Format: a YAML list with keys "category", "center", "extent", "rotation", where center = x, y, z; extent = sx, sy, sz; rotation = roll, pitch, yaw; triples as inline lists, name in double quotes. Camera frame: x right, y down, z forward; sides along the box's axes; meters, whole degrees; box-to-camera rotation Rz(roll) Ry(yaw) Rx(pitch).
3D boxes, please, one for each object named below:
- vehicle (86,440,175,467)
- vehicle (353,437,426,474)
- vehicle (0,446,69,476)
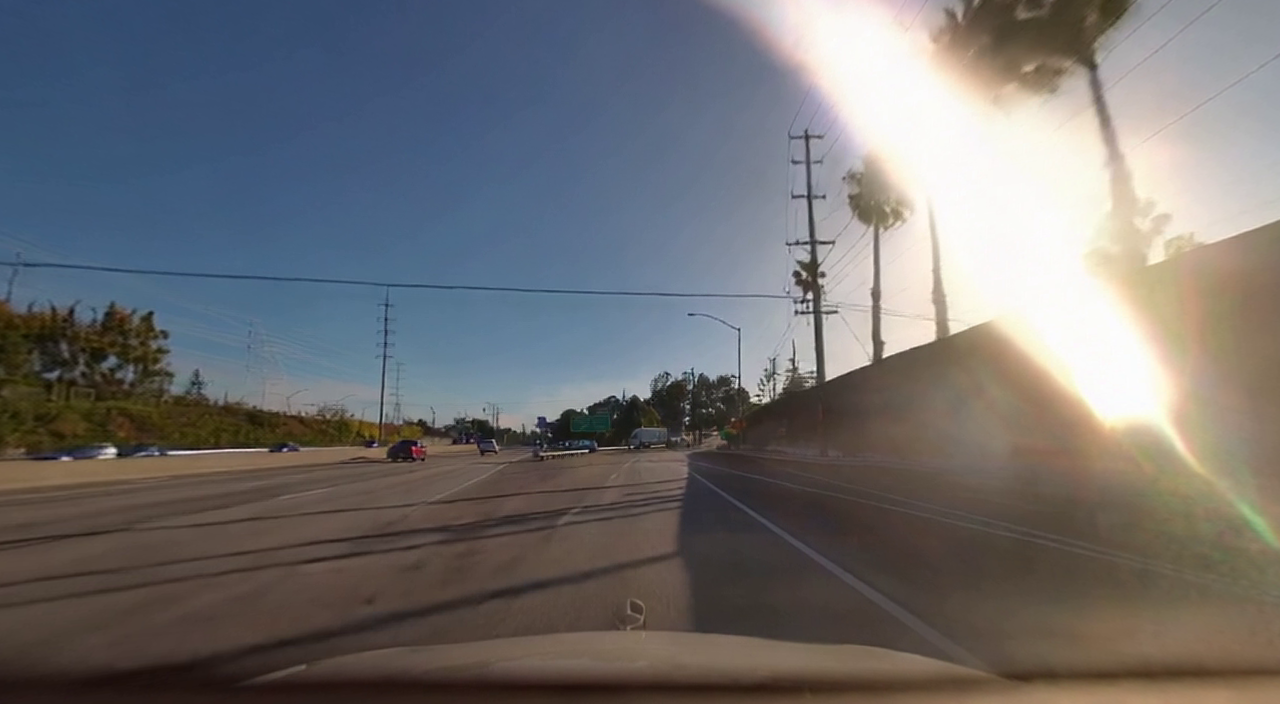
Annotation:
- category: "vehicle"
  center: [-37.916, 7.561, 47.185]
  extent: [2.165, 1.848, 5.741]
  rotation: [0, -8, -4]
- category: "vehicle"
  center: [-11.610, 4.805, 29.536]
  extent: [2.029, 1.609, 3.935]
  rotation: [0, -8, -4]
- category: "vehicle"
  center: [-32.584, 5.620, 32.822]
  extent: [1.833, 1.471, 4.265]
  rotation: [0, -8, -4]
